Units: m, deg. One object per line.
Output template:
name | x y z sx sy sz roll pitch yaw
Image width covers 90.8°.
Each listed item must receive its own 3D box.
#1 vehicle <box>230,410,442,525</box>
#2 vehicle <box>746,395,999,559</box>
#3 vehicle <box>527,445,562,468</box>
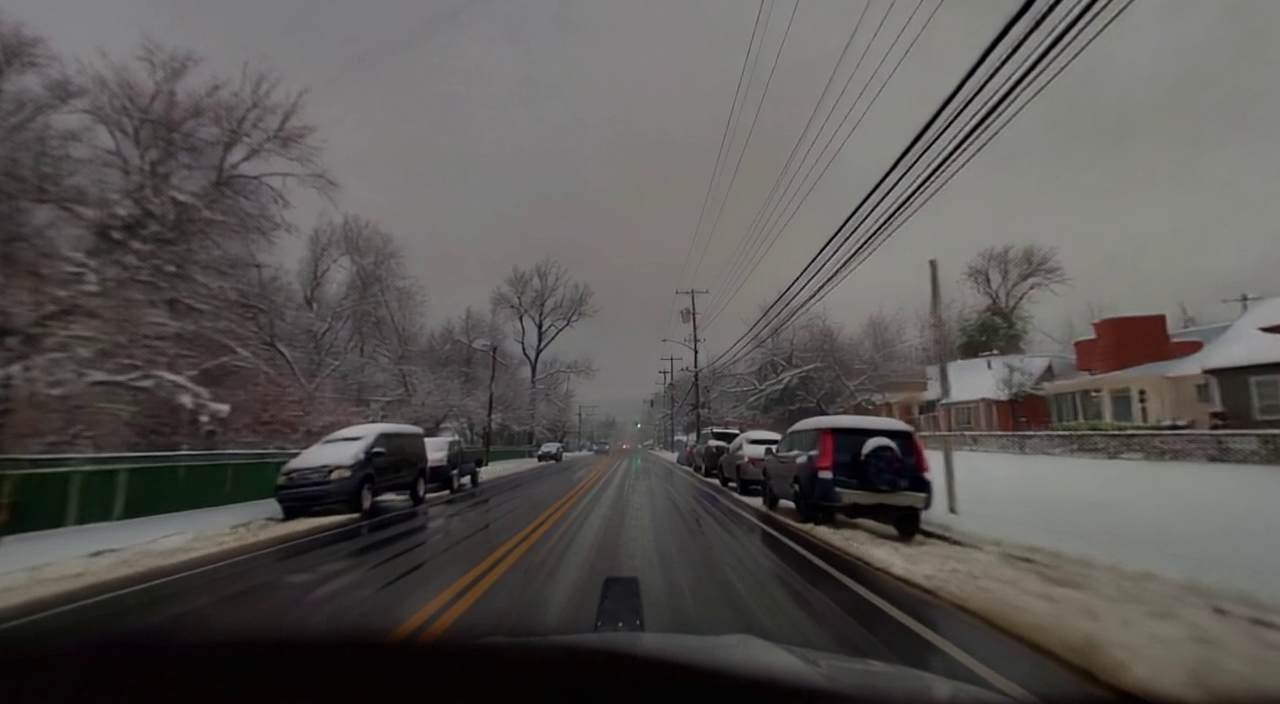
vehicle | -6.645 2.593 14.769 2.268 2.154 5.321 0 -9 0
vehicle | 3.333 1.944 10.605 2.053 2.005 5.495 0 -8 -1
vehicle | -6.742 7.391 44.951 1.866 1.487 4.416 -1 -8 -1
